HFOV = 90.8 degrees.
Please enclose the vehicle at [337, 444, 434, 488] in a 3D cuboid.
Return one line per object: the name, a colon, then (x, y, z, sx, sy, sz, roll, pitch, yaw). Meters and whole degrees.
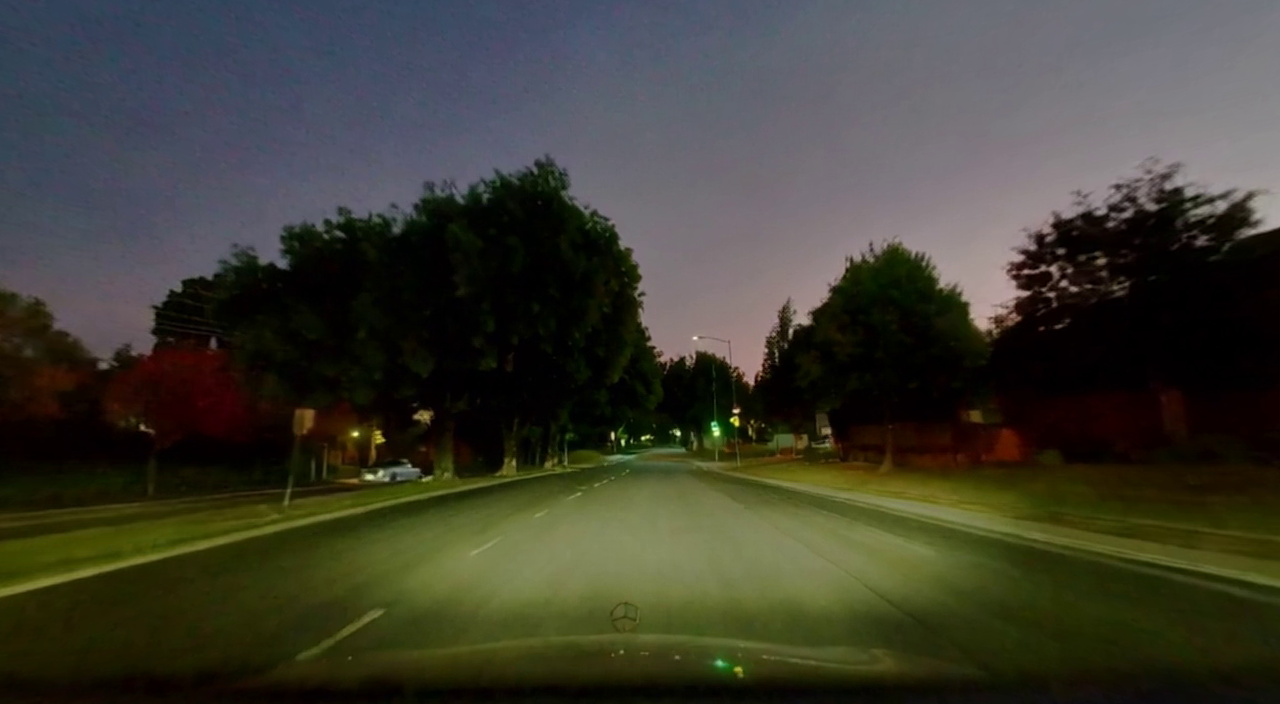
vehicle: (-11.744, 5.262, 29.548, 2.113, 1.788, 4.701, -4, -9, 8)
